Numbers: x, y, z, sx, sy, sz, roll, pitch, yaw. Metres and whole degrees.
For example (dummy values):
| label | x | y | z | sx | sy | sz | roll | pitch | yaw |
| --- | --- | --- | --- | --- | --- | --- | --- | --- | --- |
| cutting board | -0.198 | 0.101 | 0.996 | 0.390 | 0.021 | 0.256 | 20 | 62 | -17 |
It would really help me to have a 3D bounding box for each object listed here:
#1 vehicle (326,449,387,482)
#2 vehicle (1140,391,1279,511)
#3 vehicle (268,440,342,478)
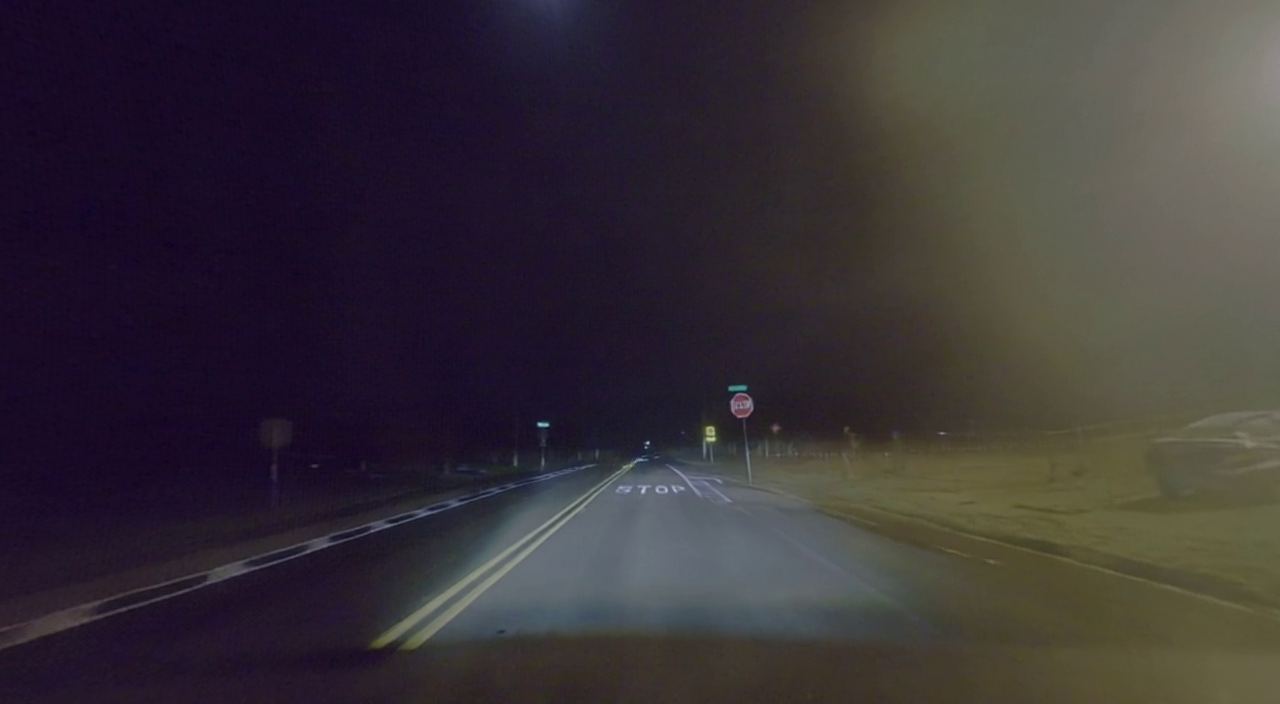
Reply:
| label | x | y | z | sx | sy | sz | roll | pitch | yaw |
| --- | --- | --- | --- | --- | --- | --- | --- | --- | --- |
| vehicle | -14.546 | 5.808 | 32.536 | 1.739 | 1.539 | 3.548 | 0 | -8 | -5 |
| vehicle | 11.187 | 1.706 | 11.030 | 4.013 | 1.786 | 1.987 | 3 | -9 | -23 |
| vehicle | -17.729 | 5.714 | 33.594 | 1.849 | 1.831 | 3.980 | -1 | -10 | -2 |
